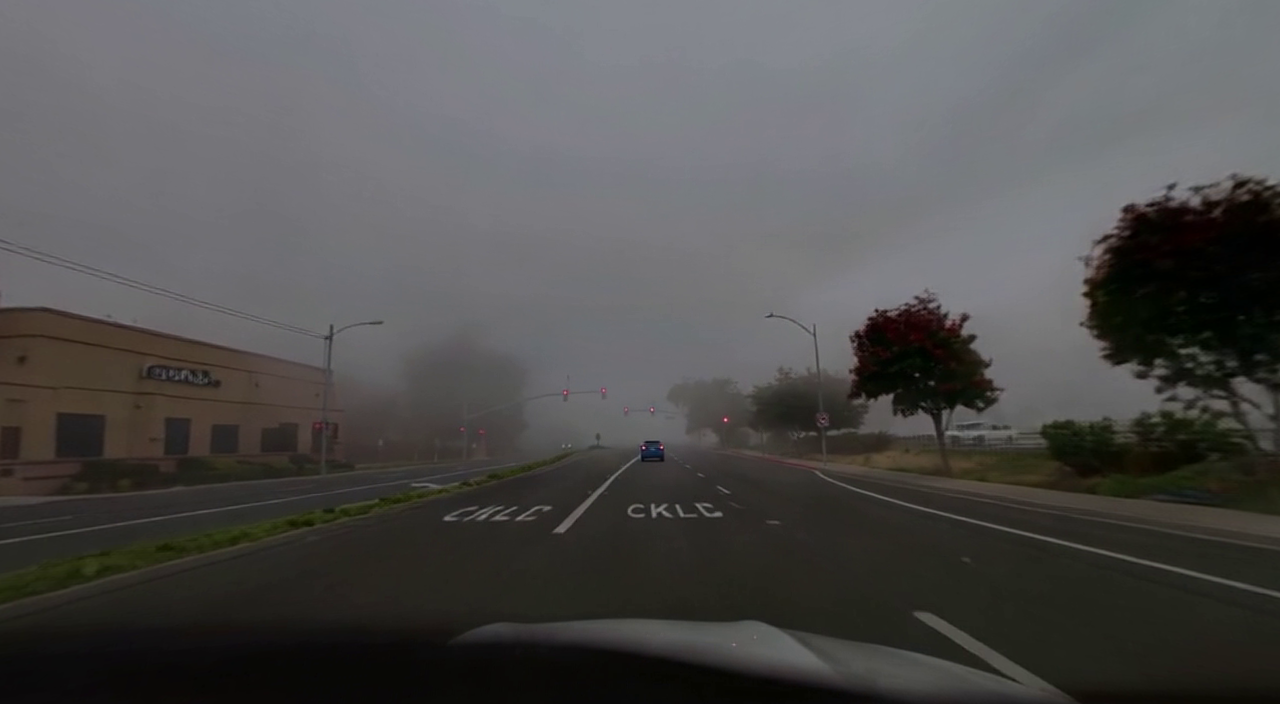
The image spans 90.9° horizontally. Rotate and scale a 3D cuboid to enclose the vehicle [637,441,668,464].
[{"bbox_3d":[0.816,7.067,44.449,2.028,1.478,4.545,0,-8,0],"label":"vehicle"}]
